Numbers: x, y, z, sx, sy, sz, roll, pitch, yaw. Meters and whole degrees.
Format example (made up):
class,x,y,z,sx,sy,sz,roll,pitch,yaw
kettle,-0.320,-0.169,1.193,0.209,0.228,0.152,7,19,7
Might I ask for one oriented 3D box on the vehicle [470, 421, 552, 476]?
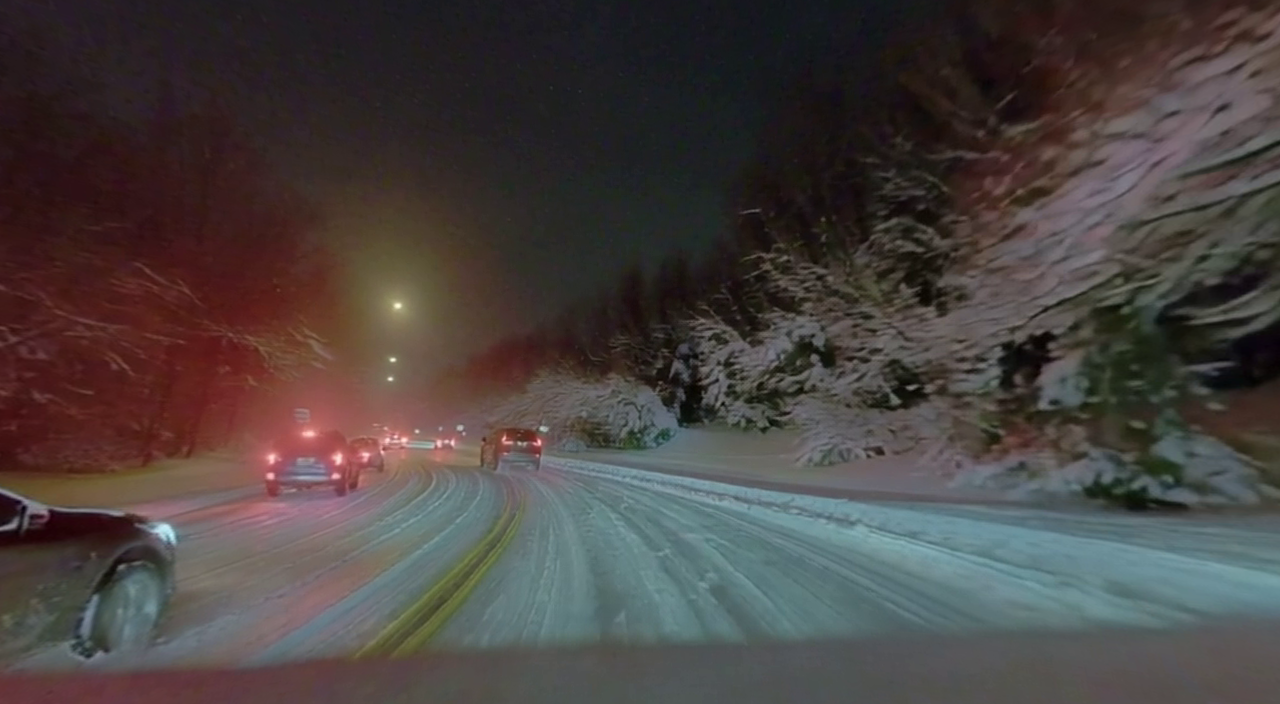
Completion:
class,x,y,z,sx,sy,sz,roll,pitch,yaw
vehicle,-5.435,3.934,25.880,2.500,1.961,5.637,3,-9,-19
